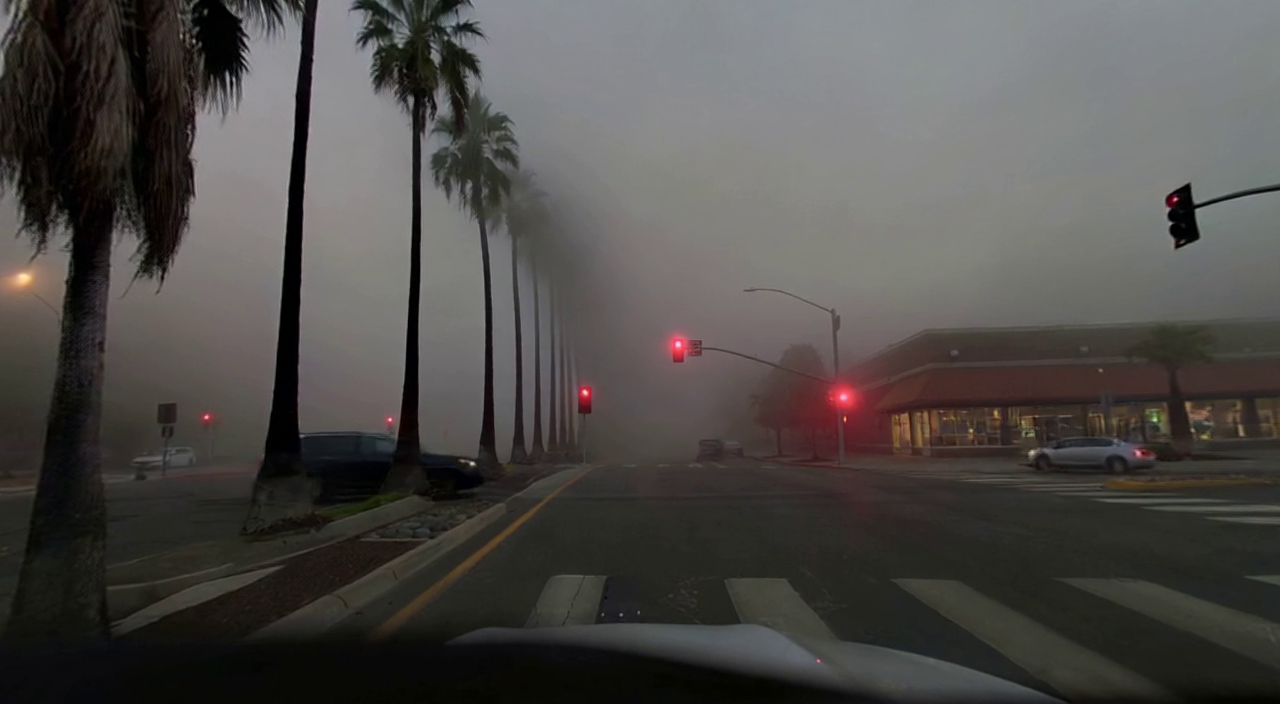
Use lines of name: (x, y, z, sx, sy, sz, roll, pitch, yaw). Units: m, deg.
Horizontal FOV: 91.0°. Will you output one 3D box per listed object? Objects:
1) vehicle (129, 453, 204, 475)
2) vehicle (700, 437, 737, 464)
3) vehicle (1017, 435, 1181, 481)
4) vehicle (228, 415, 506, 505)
vehicle: (-37.241, 8.815, 49.657, 2.160, 1.565, 4.868, 0, -8, -1)
vehicle: (5.166, 6.404, 41.161, 1.999, 1.653, 4.603, -2, -9, 11)
vehicle: (18.089, 4.183, 25.089, 4.722, 1.717, 2.000, -2, -9, 14)
vehicle: (-6.307, 2.578, 15.251, 5.619, 1.951, 2.321, 1, -8, -3)
